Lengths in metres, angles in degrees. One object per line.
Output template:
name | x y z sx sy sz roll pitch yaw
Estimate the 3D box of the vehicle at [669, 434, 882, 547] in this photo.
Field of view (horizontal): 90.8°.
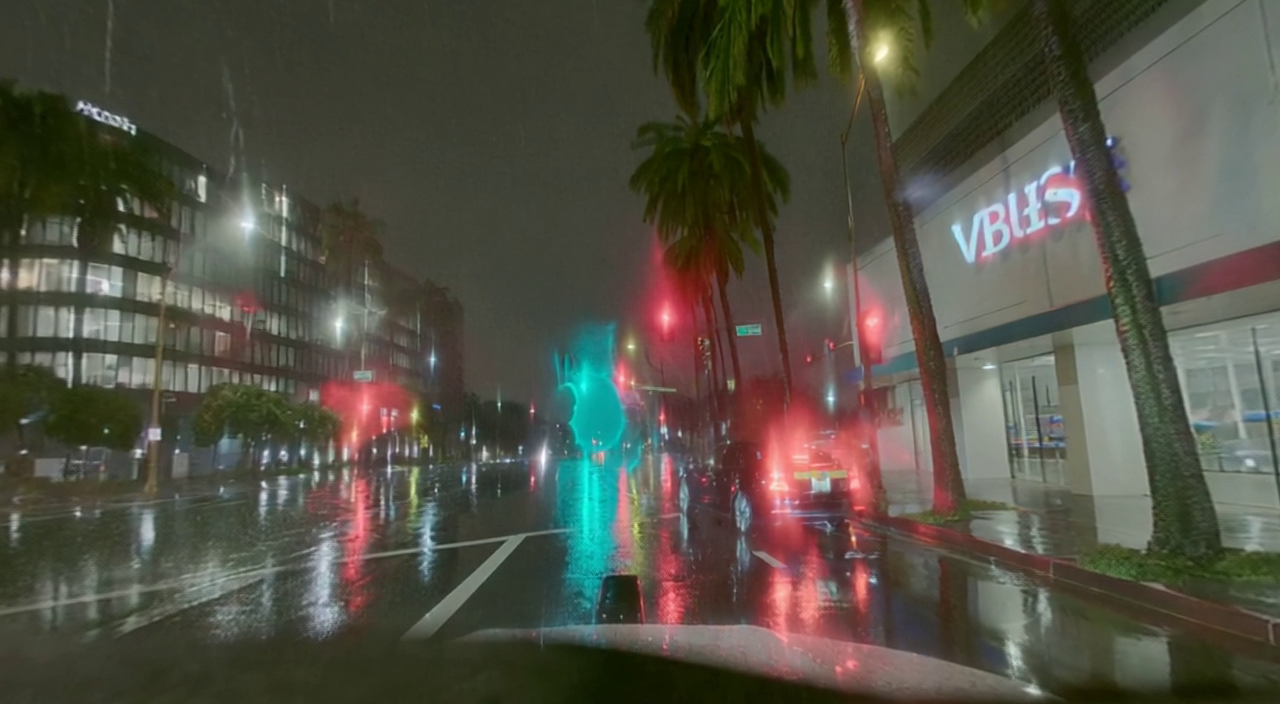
vehicle | 1.944 2.183 10.820 2.090 1.466 4.676 1 -8 -7
